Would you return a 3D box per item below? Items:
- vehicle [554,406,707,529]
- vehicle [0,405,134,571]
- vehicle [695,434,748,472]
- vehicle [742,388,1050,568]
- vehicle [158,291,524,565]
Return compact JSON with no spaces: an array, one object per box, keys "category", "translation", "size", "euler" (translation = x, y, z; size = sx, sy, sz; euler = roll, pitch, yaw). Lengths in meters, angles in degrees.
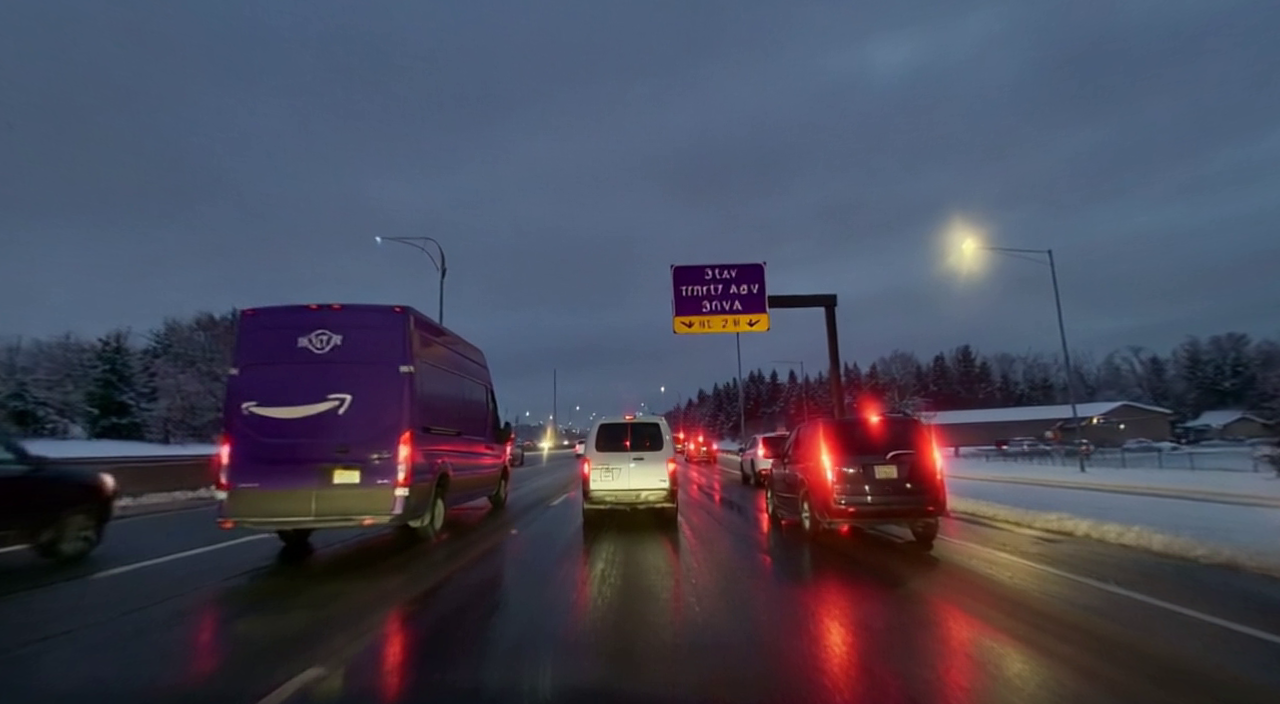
[{"category":"vehicle","translation":[-0.138,2.056,11.683],"size":[2.287,1.823,4.369],"euler":[0,-8,0]},{"category":"vehicle","translation":[-7.182,1.183,5.253],"size":[2.031,1.583,4.646],"euler":[0,-8,0]},{"category":"vehicle","translation":[3.948,4.953,31.106],"size":[2.064,1.720,4.416],"euler":[0,-8,0]},{"category":"vehicle","translation":[3.148,1.721,9.339],"size":[2.341,1.890,5.144],"euler":[1,-8,-1]},{"category":"vehicle","translation":[-3.675,1.240,9.872],"size":[2.415,2.821,6.636],"euler":[0,-8,0]}]
